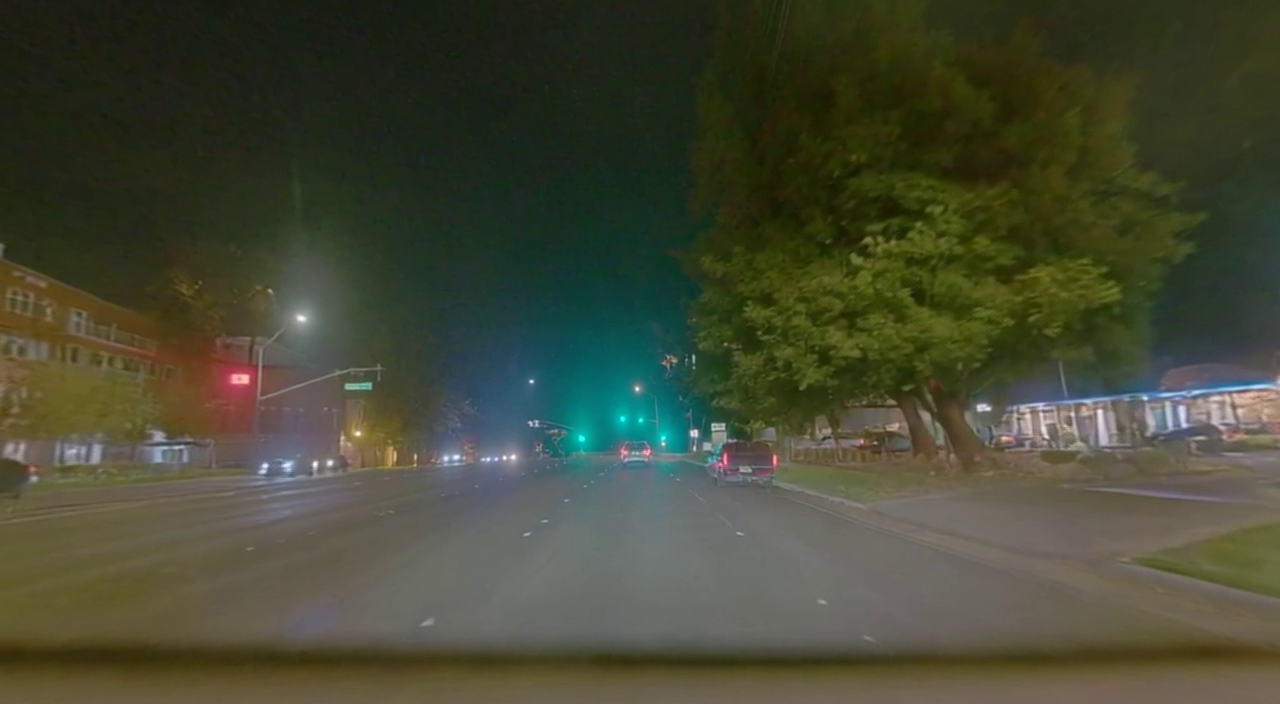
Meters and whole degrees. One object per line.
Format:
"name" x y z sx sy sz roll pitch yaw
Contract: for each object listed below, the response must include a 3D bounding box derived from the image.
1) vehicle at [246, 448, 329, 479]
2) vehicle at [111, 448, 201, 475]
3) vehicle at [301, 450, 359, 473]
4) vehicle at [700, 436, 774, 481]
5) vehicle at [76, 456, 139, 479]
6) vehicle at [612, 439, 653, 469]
"vehicle" -18.249 5.786 33.002 1.827 1.471 4.428 0 -9 -1
"vehicle" -34.779 7.846 45.657 2.173 1.734 5.810 0 -9 -4
"vehicle" -21.810 7.686 44.689 1.873 1.506 4.447 0 -9 0
"vehicle" 3.708 4.186 25.067 2.060 1.611 4.675 0 -9 -2
"vehicle" -37.951 8.192 45.130 1.724 1.495 3.818 2 -9 -12
"vehicle" -0.441 5.636 35.128 2.103 1.506 4.742 0 -9 -1
